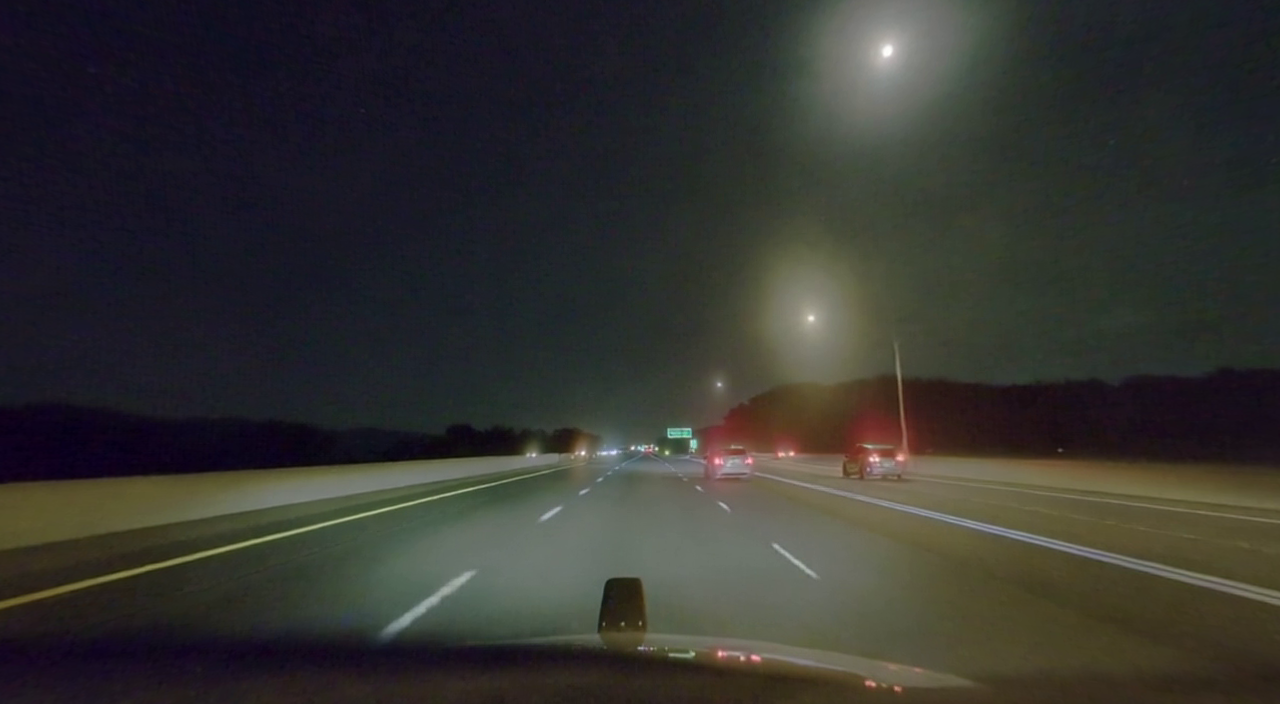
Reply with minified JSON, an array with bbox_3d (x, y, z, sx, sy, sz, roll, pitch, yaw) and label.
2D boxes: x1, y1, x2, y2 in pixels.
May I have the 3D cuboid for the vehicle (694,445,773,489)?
[{"bbox_3d":[3.382,4.229,23.692,2.193,1.462,4.533,0,-8,-1],"label":"vehicle"}]
